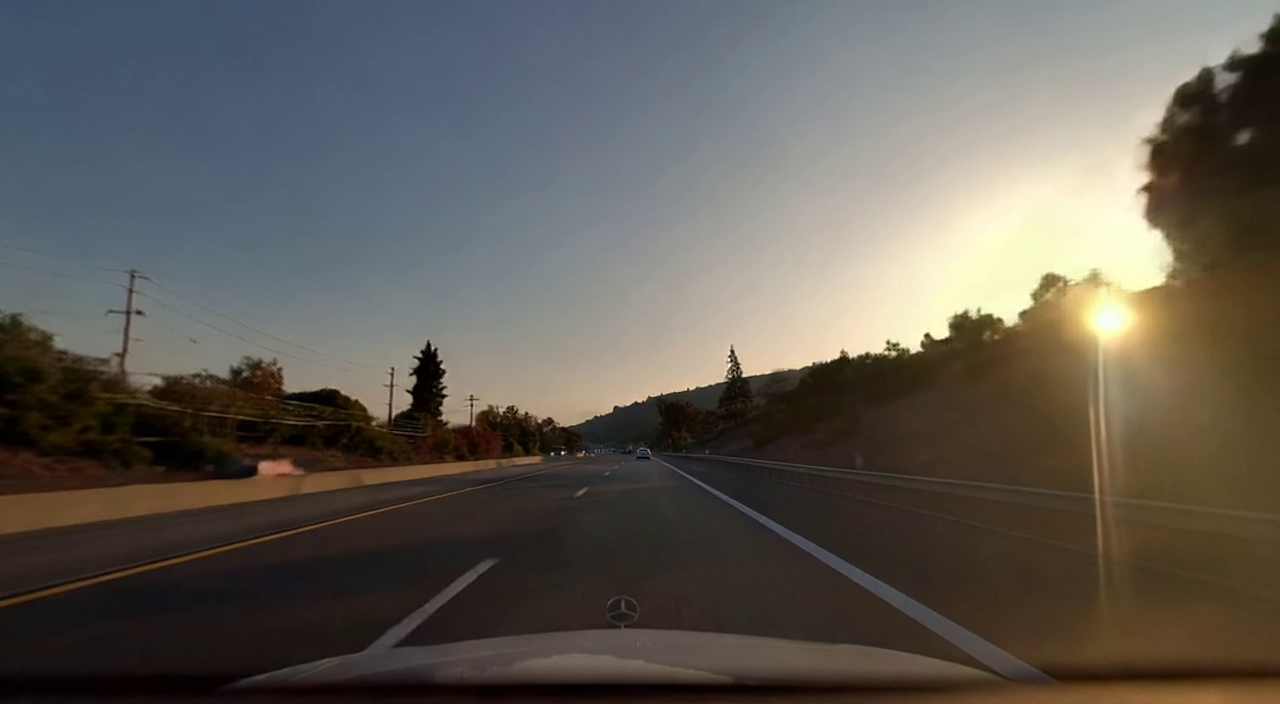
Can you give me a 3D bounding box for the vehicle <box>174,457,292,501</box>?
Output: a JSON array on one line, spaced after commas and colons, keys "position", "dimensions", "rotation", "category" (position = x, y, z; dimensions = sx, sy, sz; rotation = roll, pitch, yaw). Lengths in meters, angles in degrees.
[{"position": [-15.246, 4.741, 23.933], "dimensions": [1.768, 1.452, 4.110], "rotation": [0, -9, -1], "category": "vehicle"}]
